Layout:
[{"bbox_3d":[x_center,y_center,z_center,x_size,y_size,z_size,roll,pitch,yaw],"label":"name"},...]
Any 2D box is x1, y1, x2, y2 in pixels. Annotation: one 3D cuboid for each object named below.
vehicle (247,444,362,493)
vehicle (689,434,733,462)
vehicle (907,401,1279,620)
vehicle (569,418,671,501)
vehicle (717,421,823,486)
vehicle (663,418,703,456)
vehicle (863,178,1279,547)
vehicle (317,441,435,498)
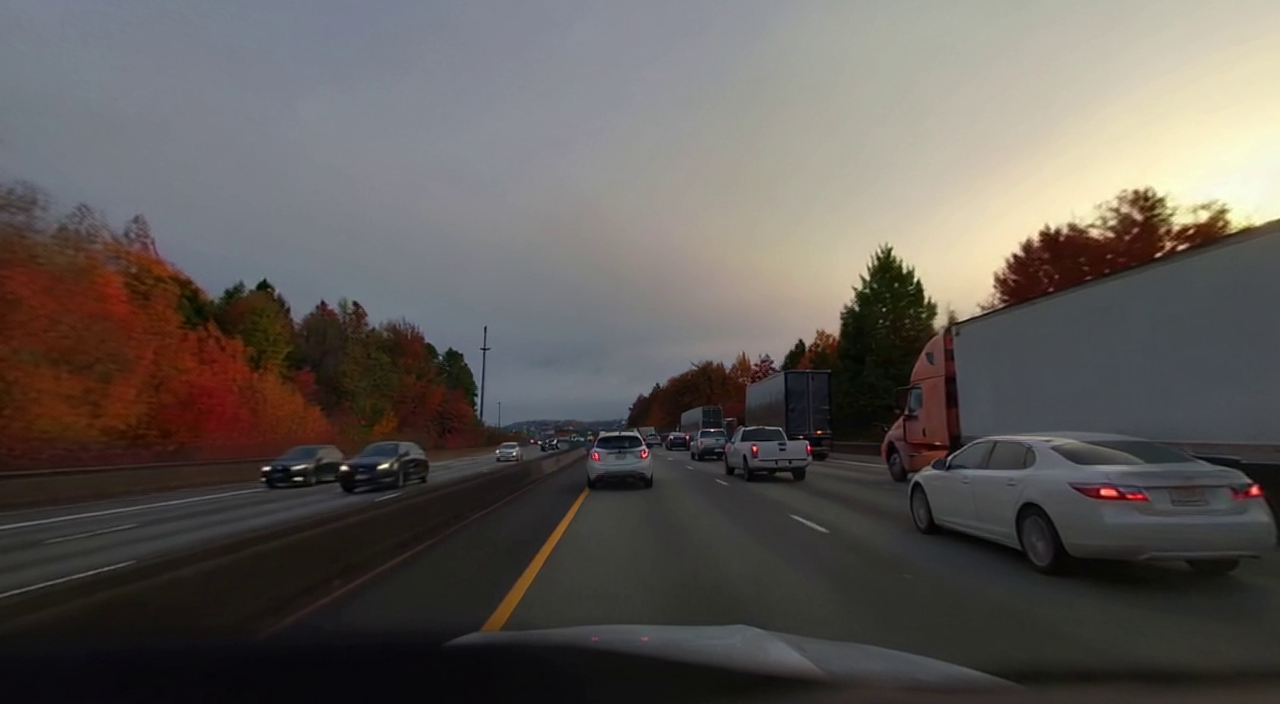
[{"bbox_3d":[-12.158,4.217,23.154,1.962,1.575,4.204,0,-8,-1],"label":"vehicle"},{"bbox_3d":[3.846,5.246,34.568,1.865,1.471,3.916,0,-8,-2],"label":"vehicle"},{"bbox_3d":[4.726,1.390,6.529,2.040,1.523,4.068,0,-8,-1],"label":"vehicle"},{"bbox_3d":[-0.443,2.520,15.253,2.087,1.709,4.455,0,-8,-1],"label":"vehicle"},{"bbox_3d":[3.662,2.931,18.526,2.147,1.707,3.963,0,-8,-2],"label":"vehicle"},{"bbox_3d":[3.137,6.331,46.958,2.395,2.656,6.037,0,-8,-2],"label":"vehicle"},{"bbox_3d":[8.434,0.817,12.191,2.867,4.066,13.802,0,-8,-1],"label":"vehicle"},{"bbox_3d":[-8.069,3.584,19.698,1.921,1.533,4.091,0,-8,0],"label":"vehicle"}]
